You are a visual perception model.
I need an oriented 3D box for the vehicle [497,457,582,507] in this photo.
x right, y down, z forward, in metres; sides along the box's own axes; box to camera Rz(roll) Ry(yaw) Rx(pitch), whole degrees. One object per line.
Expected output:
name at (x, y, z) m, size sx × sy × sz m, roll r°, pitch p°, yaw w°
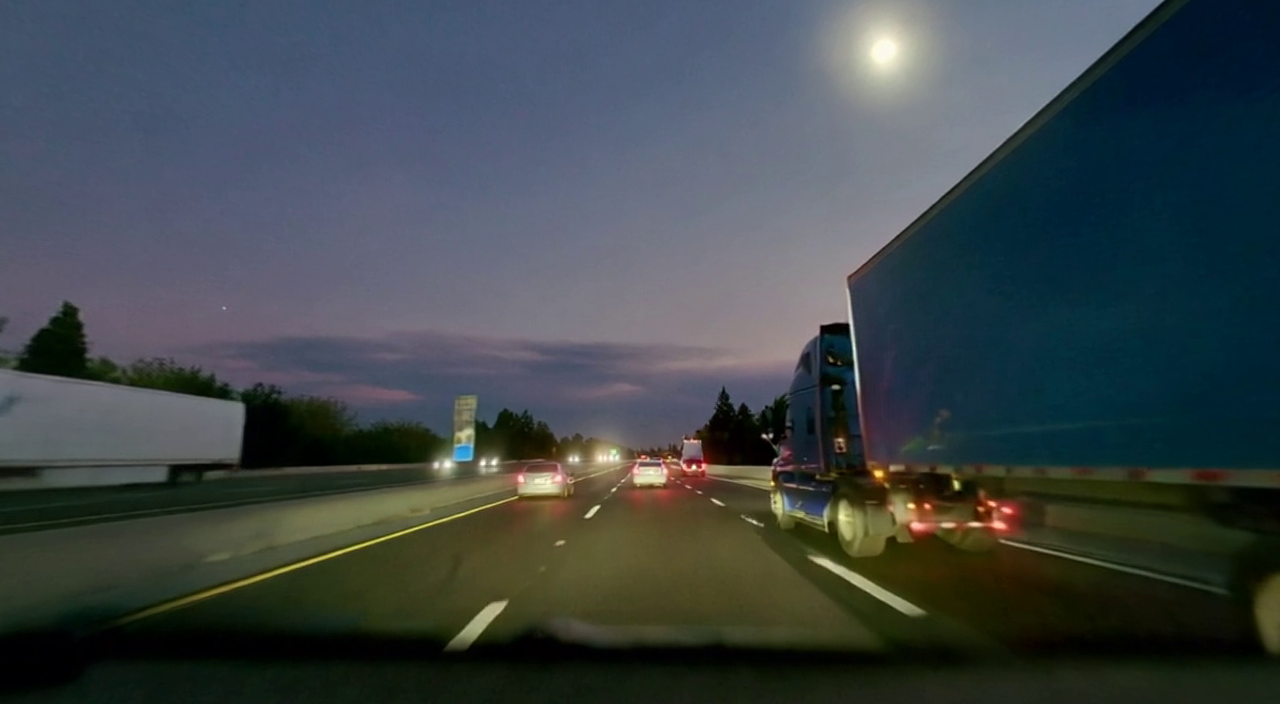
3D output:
vehicle at (-3.241, 4.299, 21.235) m, size 2.105 × 1.467 × 4.099 m, roll 0°, pitch -9°, yaw 1°

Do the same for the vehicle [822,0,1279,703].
vehicle at (4.754, 0.143, 4.597) m, size 2.877 × 4.035 × 13.897 m, roll 0°, pitch -9°, yaw 1°

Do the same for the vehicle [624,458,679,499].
vehicle at (0.450, 5.213, 26.369) m, size 2.089 × 1.516 × 4.191 m, roll 0°, pitch -9°, yaw 0°

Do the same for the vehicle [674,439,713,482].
vehicle at (4.102, 8.178, 47.441) m, size 2.650 × 2.978 × 6.937 m, roll -1°, pitch -10°, yaw 7°

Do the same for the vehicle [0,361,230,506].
vehicle at (-19.741, 2.777, 20.710) m, size 2.874 × 4.090 × 14.180 m, roll 0°, pitch -9°, yaw 0°
